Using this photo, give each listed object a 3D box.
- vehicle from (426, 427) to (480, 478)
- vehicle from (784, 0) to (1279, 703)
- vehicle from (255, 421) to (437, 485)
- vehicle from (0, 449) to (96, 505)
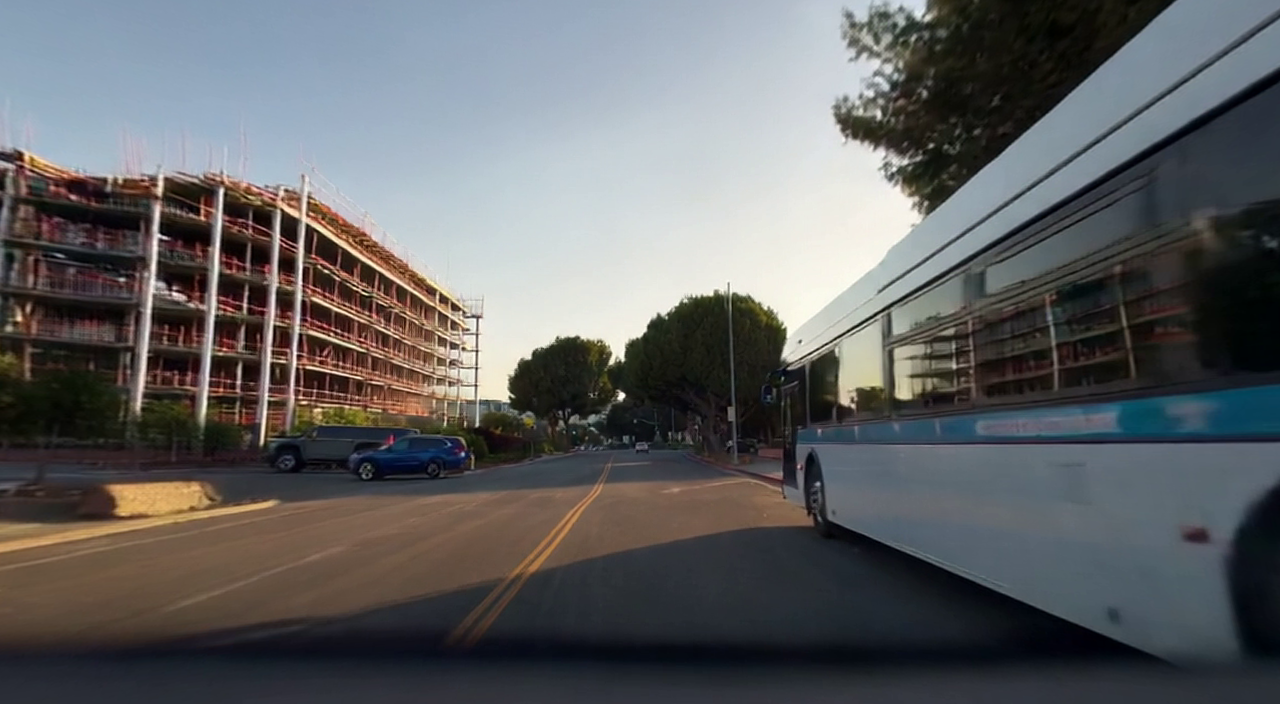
[{"bbox_3d":[-8.069,4.338,27.480,1.515,2.074,2.668,0,-7,-1],"label":"vehicle"},{"bbox_3d":[3.836,0.360,5.087,3.040,3.424,12.508,0,-8,3],"label":"vehicle"},{"bbox_3d":[-13.513,4.741,29.724,7.067,2.785,2.980,1,-8,-9],"label":"vehicle"},{"bbox_3d":[-18.004,3.504,17.884,1.779,1.471,3.705,0,-8,1],"label":"vehicle"}]
